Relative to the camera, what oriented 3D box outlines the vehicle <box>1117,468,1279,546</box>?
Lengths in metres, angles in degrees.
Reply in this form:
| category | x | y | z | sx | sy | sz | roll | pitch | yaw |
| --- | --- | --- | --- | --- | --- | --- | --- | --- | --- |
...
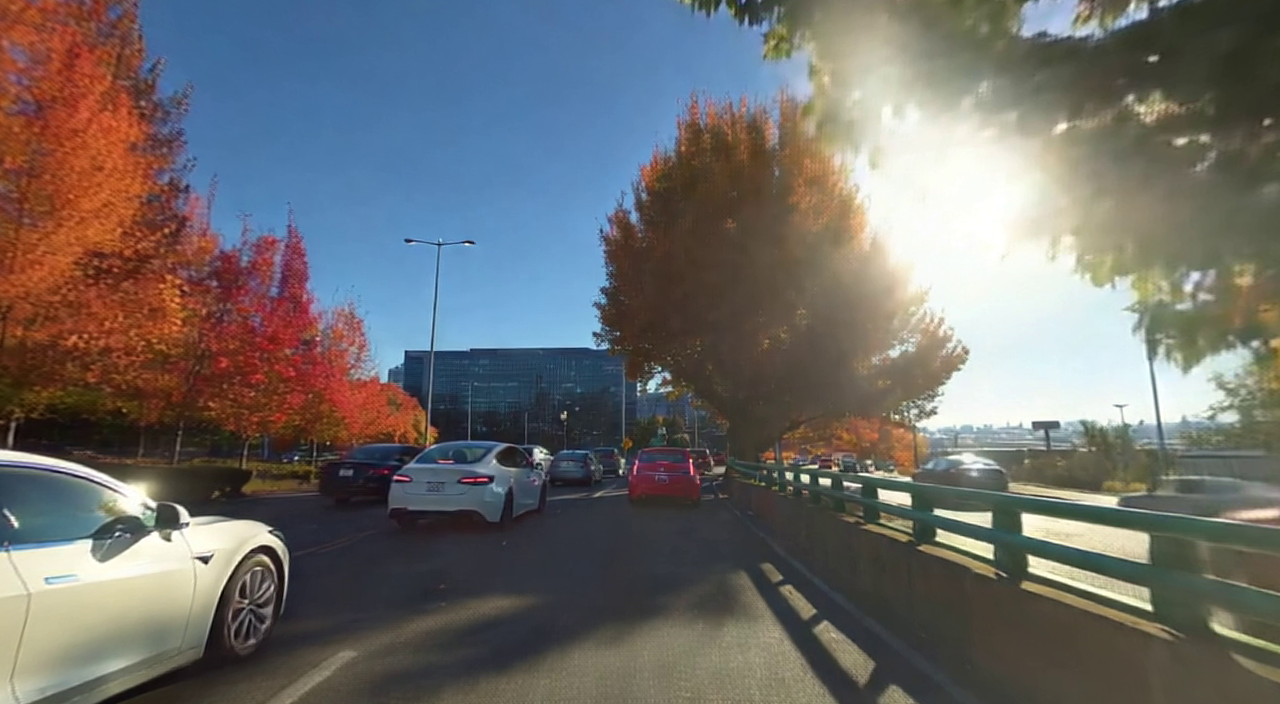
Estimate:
| category | x | y | z | sx | sy | sz | roll | pitch | yaw |
| --- | --- | --- | --- | --- | --- | --- | --- | --- | --- |
| vehicle | 14.369 | 3.704 | 15.565 | 1.816 | 1.481 | 4.422 | 0 | -9 | 2 |

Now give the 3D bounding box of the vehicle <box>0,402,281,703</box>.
| category | x | y | z | sx | sy | sz | roll | pitch | yaw |
| --- | --- | --- | --- | --- | --- | --- | --- | --- | --- |
| vehicle | -3.491 | 0.898 | 2.156 | 1.921 | 1.503 | 4.317 | 0 | -9 | 1 |

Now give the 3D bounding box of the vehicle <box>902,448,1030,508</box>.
| category | x | y | z | sx | sy | sz | roll | pitch | yaw |
| --- | --- | --- | --- | --- | --- | --- | --- | --- | --- |
| vehicle | 10.948 | 4.226 | 21.652 | 2.121 | 1.777 | 4.755 | 0 | -9 | 4 |

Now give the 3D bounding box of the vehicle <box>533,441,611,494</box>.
| category | x | y | z | sx | sy | sz | roll | pitch | yaw |
| --- | --- | --- | --- | --- | --- | --- | --- | --- | --- |
| vehicle | -2.259 | 3.975 | 22.109 | 1.930 | 1.635 | 4.260 | 0 | -9 | 4 |

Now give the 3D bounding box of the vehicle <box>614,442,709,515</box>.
| category | x | y | z | sx | sy | sz | roll | pitch | yaw |
| --- | --- | --- | --- | --- | --- | --- | --- | --- | --- |
| vehicle | 0.559 | 3.009 | 15.530 | 2.015 | 1.506 | 4.276 | 0 | -9 | 3 |

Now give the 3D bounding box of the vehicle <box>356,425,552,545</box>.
| category | x | y | z | sx | sy | sz | roll | pitch | yaw |
| --- | --- | --- | --- | --- | --- | --- | --- | --- | --- |
| vehicle | -2.958 | 2.232 | 11.236 | 1.979 | 1.663 | 4.513 | 0 | -9 | 2 |
